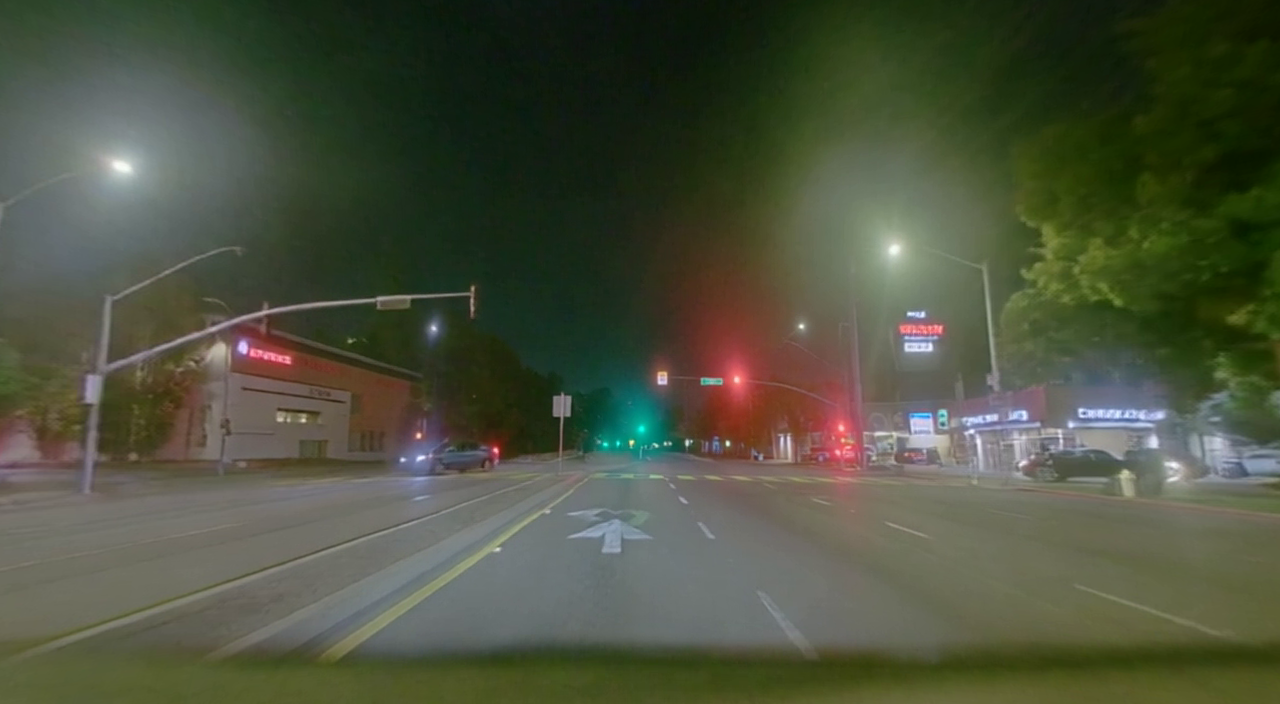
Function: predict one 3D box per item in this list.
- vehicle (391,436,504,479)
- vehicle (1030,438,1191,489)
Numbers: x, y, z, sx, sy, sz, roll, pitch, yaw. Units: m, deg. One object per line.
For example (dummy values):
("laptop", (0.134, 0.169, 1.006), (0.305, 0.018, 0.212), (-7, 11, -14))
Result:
("vehicle", (-8.388, 4.570, 27.529), (4.408, 1.728, 2.010), (4, -9, -24))
("vehicle", (22.382, 5.290, 30.404), (2.195, 2.201, 5.616), (5, -10, -28))
